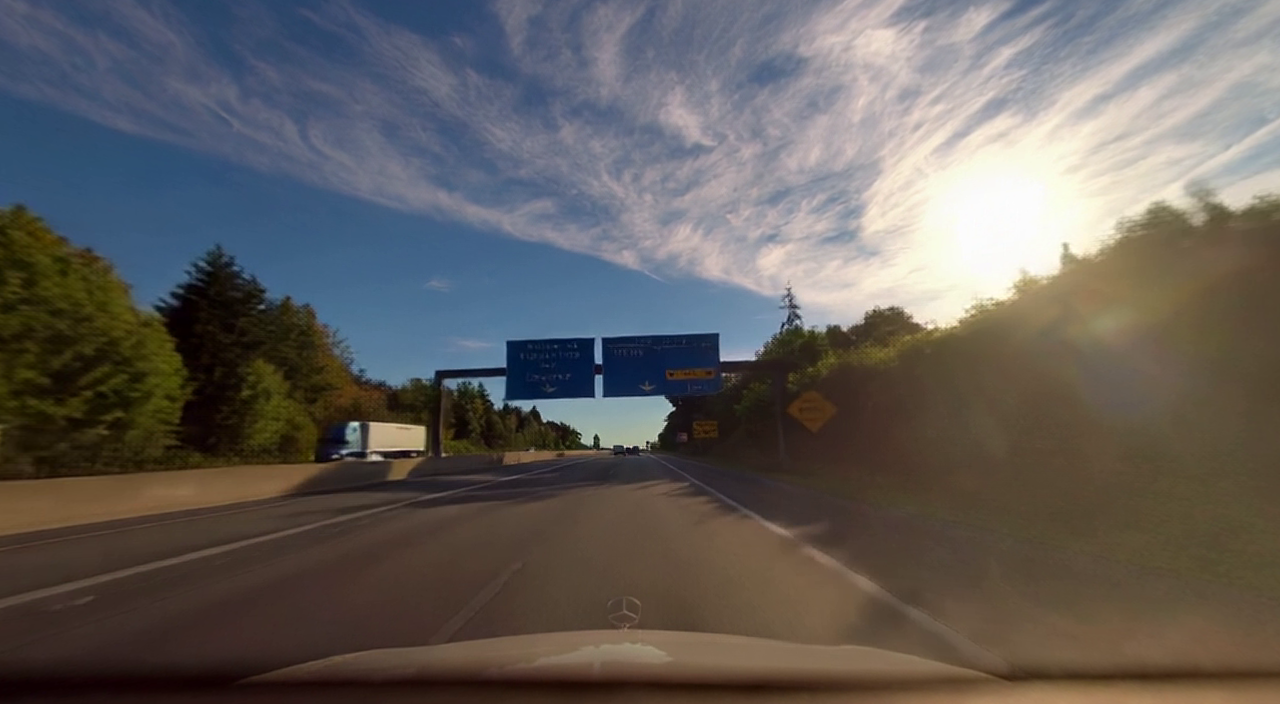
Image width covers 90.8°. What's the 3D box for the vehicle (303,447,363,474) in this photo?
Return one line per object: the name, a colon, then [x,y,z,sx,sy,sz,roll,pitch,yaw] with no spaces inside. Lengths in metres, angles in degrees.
vehicle: [-20.807,7.330,42.930,1.939,1.688,4.267,0,-9,-1]
